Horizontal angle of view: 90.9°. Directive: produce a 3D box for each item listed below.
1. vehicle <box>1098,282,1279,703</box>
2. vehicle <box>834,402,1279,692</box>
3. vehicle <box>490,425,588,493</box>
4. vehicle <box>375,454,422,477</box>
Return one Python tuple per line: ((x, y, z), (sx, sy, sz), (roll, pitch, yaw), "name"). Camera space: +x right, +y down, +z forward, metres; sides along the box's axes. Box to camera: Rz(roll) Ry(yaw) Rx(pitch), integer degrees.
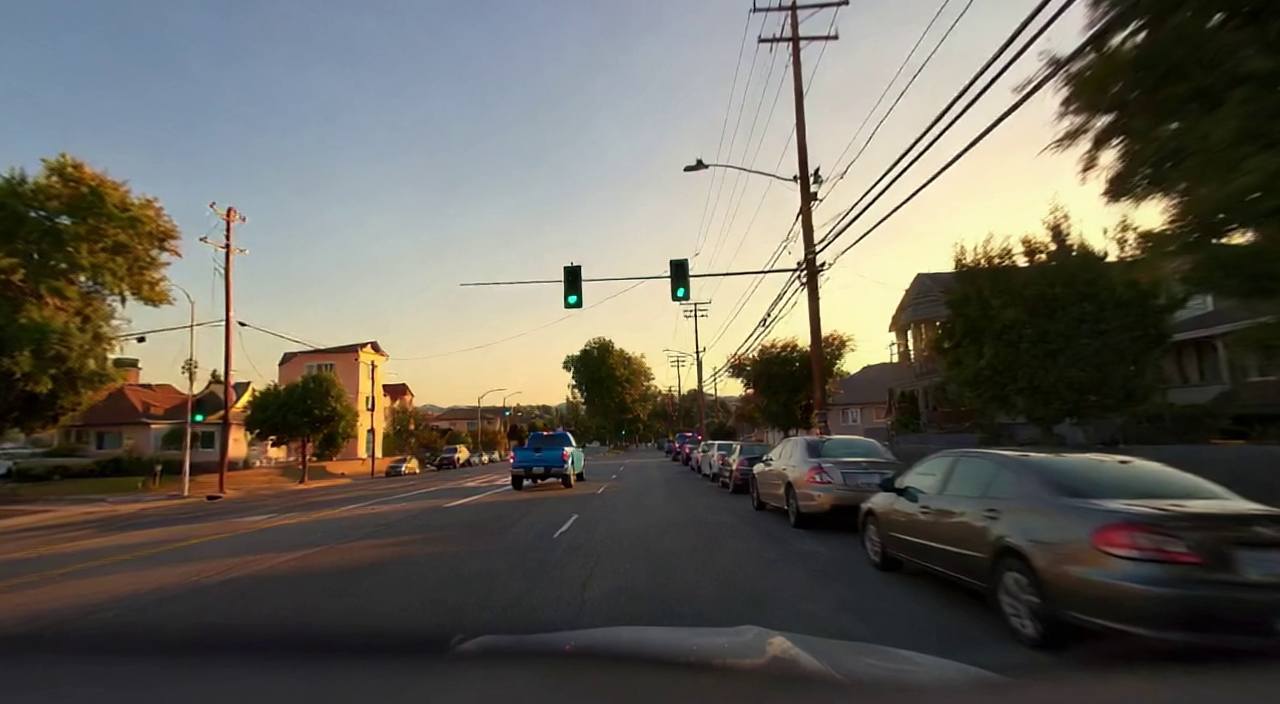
((2.851, 0.431, 0.232), (2.029, 1.727, 4.384), (0, -9, 0), "vehicle")
((3.354, 1.367, 5.660), (1.921, 1.520, 4.526), (-1, -9, 2), "vehicle")
((-3.074, 3.418, 20.524), (2.242, 1.890, 5.306), (0, -9, 1), "vehicle")
((-18.573, 8.745, 48.696), (1.908, 1.614, 4.092), (-1, -9, 2), "vehicle")
